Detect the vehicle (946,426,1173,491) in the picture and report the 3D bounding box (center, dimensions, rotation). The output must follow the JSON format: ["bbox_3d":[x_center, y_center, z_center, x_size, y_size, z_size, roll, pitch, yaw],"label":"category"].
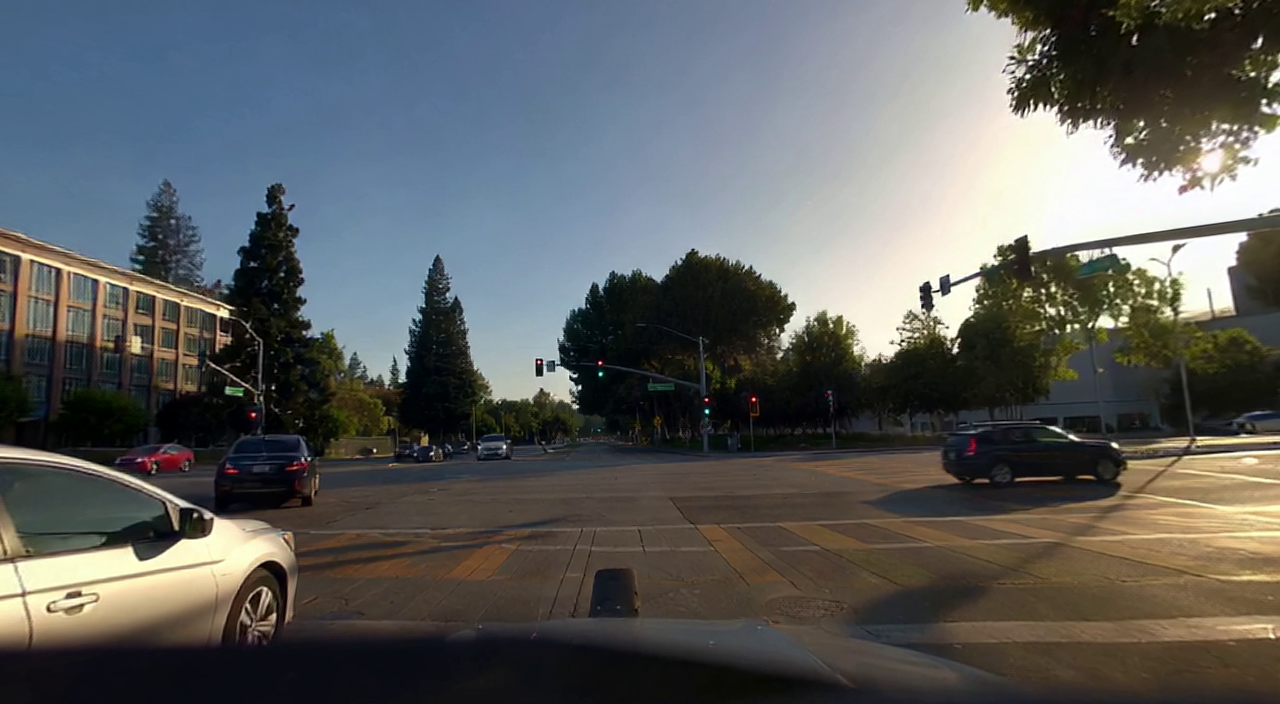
[{"bbox_3d":[10.816,2.776,16.715,4.536,1.557,1.875,-2,-7,14],"label":"vehicle"}]

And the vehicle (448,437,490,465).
[{"bbox_3d":[-12.804,7.415,47.518,2.051,1.715,4.346,-3,-6,-1],"label":"vehicle"}]

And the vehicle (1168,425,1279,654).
[{"bbox_3d":[4.939,0.983,2.568,1.949,1.449,4.530,-1,-8,5],"label":"vehicle"}]

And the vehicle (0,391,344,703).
[{"bbox_3d":[-3.073,0.890,2.164,1.919,1.478,4.720,0,-8,-1],"label":"vehicle"}]

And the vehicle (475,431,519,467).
[{"bbox_3d":[-7.956,5.436,35.435,2.109,1.871,4.778,1,-8,-10],"label":"vehicle"}]
